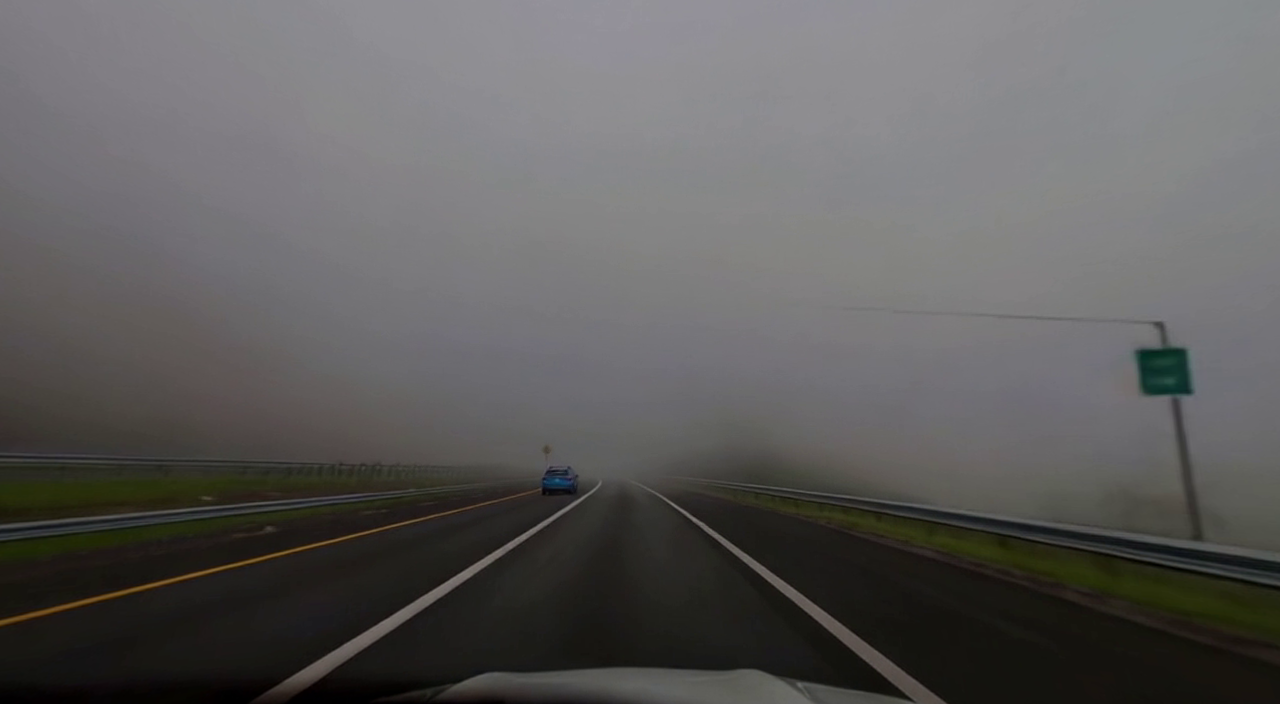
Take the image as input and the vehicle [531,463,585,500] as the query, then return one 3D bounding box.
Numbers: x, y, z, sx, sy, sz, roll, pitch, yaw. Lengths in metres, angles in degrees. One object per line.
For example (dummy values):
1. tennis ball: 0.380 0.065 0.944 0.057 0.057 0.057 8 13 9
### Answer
1. vehicle: -3.770 6.069 29.700 1.967 1.556 4.364 1 -10 -1
